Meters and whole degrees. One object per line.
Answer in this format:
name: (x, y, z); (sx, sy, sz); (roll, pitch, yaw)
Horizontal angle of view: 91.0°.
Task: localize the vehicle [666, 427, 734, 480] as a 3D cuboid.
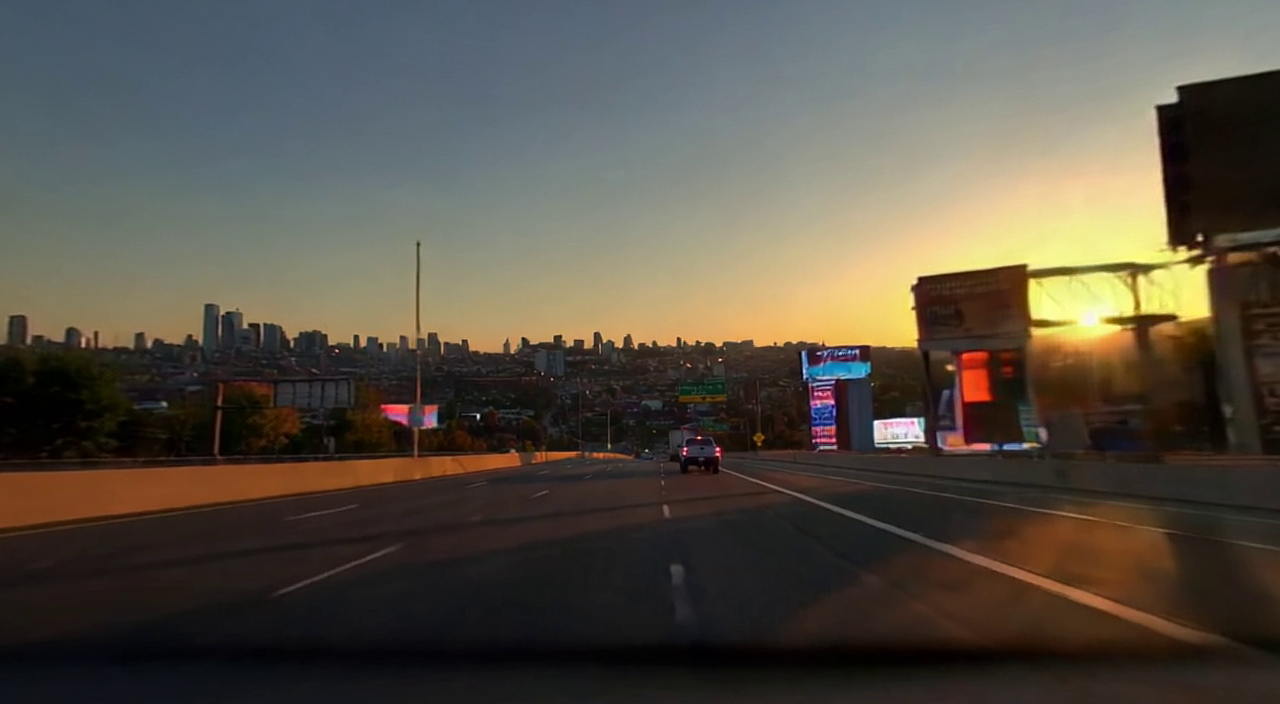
vehicle: (2.615, 4.695, 29.259); (2.740, 2.157, 6.300); (-1, -9, 2)
